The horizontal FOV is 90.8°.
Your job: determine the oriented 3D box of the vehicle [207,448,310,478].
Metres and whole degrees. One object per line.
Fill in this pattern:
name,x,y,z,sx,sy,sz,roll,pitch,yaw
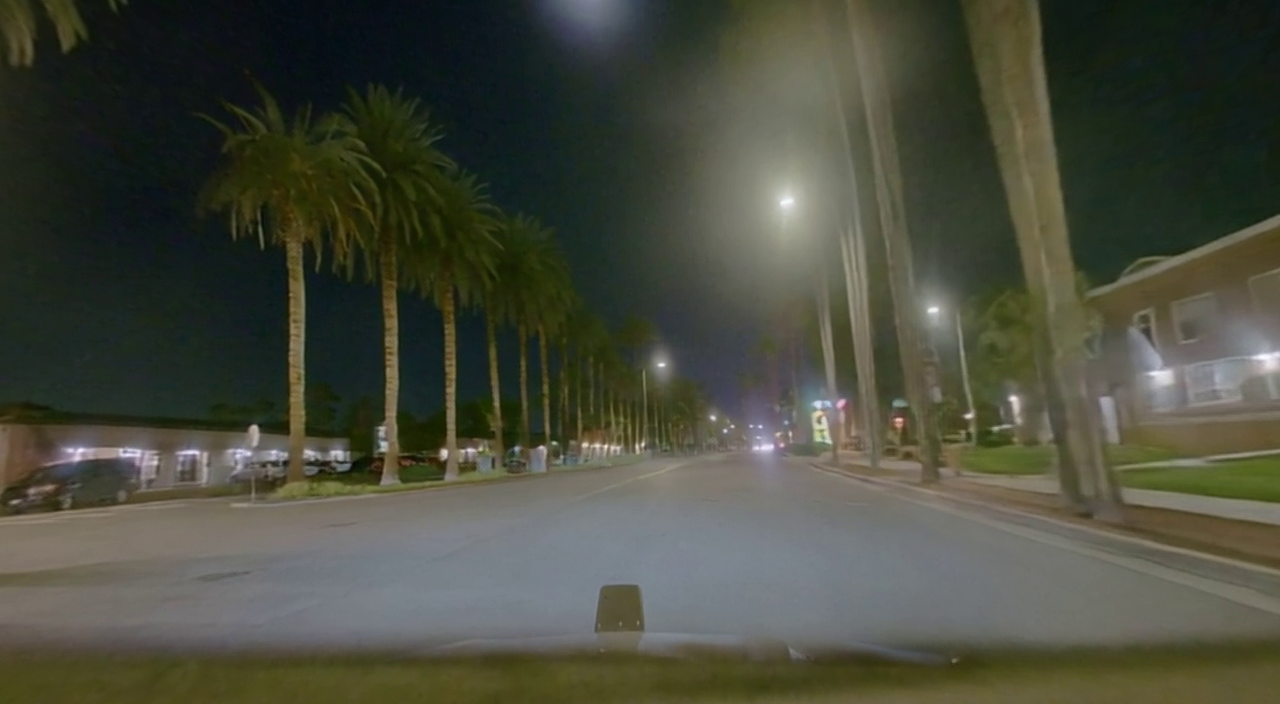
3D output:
vehicle,-23.814,6.922,39.539,5.193,1.830,2.049,-1,-9,4

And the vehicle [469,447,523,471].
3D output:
vehicle,-11.019,8.204,48.422,3.635,1.521,1.726,3,-6,4

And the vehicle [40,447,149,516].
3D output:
vehicle,-16.971,3.930,19.868,2.174,1.863,4.651,7,-11,-38
